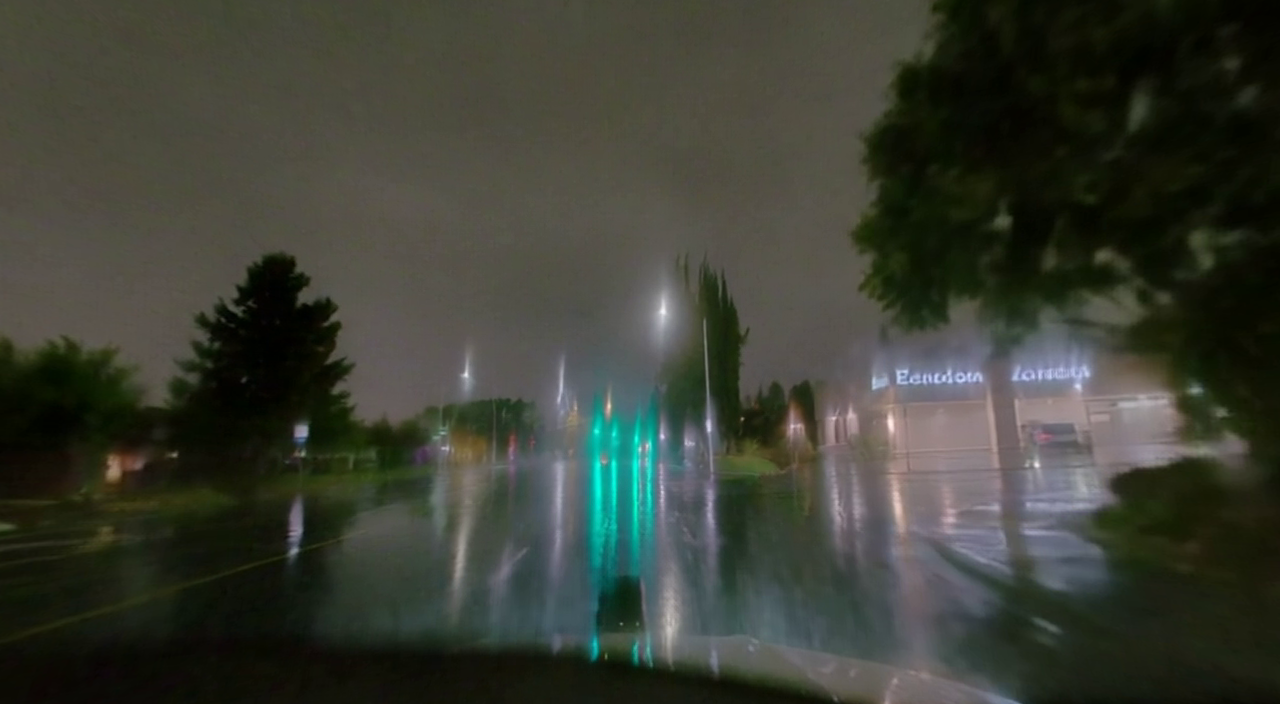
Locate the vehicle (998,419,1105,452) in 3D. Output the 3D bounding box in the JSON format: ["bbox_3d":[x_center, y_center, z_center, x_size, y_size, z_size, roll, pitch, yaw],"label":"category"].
[{"bbox_3d":[21.730,4.499,33.688,2.028,1.584,4.971,1,-9,-5],"label":"vehicle"}]
